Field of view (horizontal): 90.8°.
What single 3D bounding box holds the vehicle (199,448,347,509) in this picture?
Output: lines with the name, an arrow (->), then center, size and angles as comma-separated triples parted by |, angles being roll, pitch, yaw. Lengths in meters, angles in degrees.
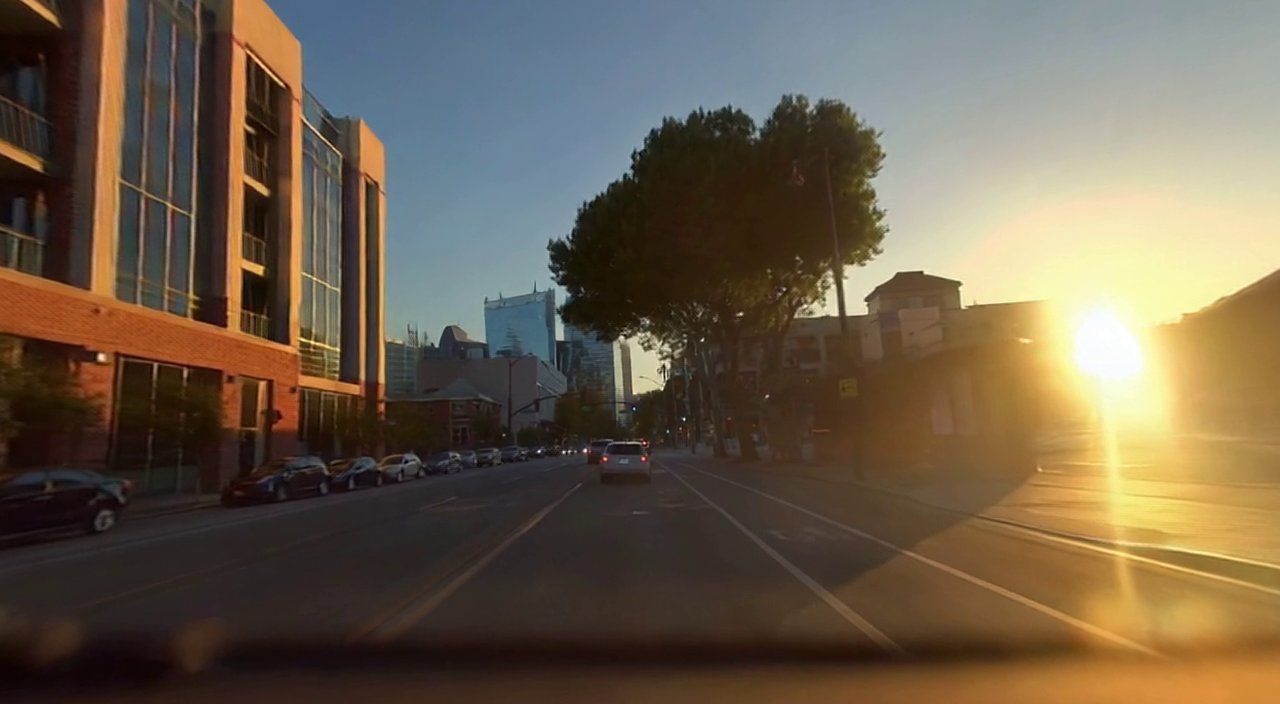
vehicle -> -11.982, 4.110, 21.112 | 2.077, 1.732, 4.704 | 0, -8, 0

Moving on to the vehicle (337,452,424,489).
vehicle -> -11.850, 5.416, 29.273 | 1.991, 1.507, 4.879 | 0, -8, 0

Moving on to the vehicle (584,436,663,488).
vehicle -> -0.493, 3.466, 20.269 | 2.269, 1.479, 3.980 | 0, -8, -1

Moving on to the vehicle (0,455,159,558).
vehicle -> -11.896, 2.865, 12.104 | 1.881, 1.686, 4.451 | 0, -8, -1

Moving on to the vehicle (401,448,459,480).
vehicle -> -12.158, 6.473, 36.834 | 1.976, 1.577, 4.091 | -4, -8, -1

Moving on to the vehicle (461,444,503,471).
vehicle -> -12.146, 8.133, 48.929 | 2.090, 1.784, 4.832 | -4, -8, -2
